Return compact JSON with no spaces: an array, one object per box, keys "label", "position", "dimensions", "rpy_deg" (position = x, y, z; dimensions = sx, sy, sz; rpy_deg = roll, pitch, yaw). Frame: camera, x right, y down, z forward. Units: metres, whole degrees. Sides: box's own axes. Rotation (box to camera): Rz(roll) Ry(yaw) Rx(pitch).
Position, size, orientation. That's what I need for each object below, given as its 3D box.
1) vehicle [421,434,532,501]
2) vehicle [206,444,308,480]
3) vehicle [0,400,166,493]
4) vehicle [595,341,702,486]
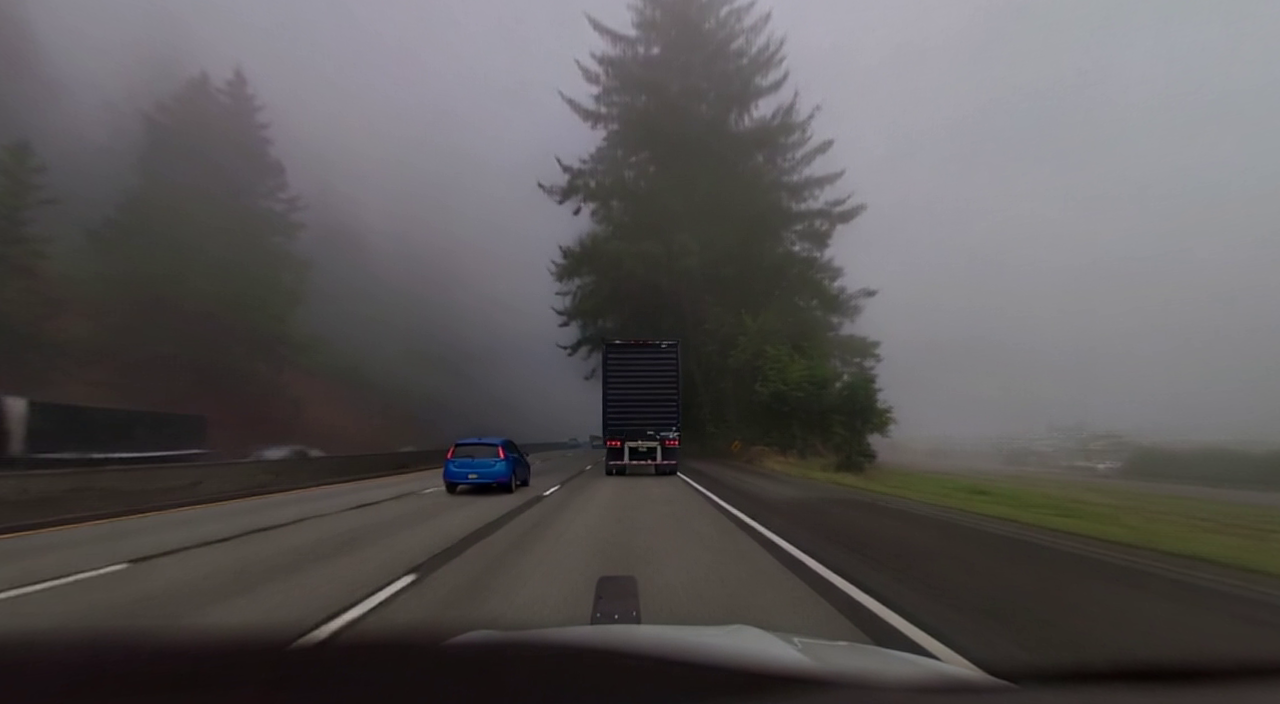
[{"label":"vehicle","position":[-4.199,3.016,16.893],"dimensions":[1.854,1.530,4.268],"rpy_deg":[0,-8,0]},{"label":"vehicle","position":[-16.745,4.797,27.805],"dimensions":[1.874,1.450,4.289],"rpy_deg":[0,-8,-2]},{"label":"vehicle","position":[-24.439,3.849,25.717],"dimensions":[2.814,3.292,9.552],"rpy_deg":[0,-8,-1]},{"label":"vehicle","position":[0.117,2.505,23.562],"dimensions":[3.073,4.196,10.546],"rpy_deg":[0,-8,-1]}]
